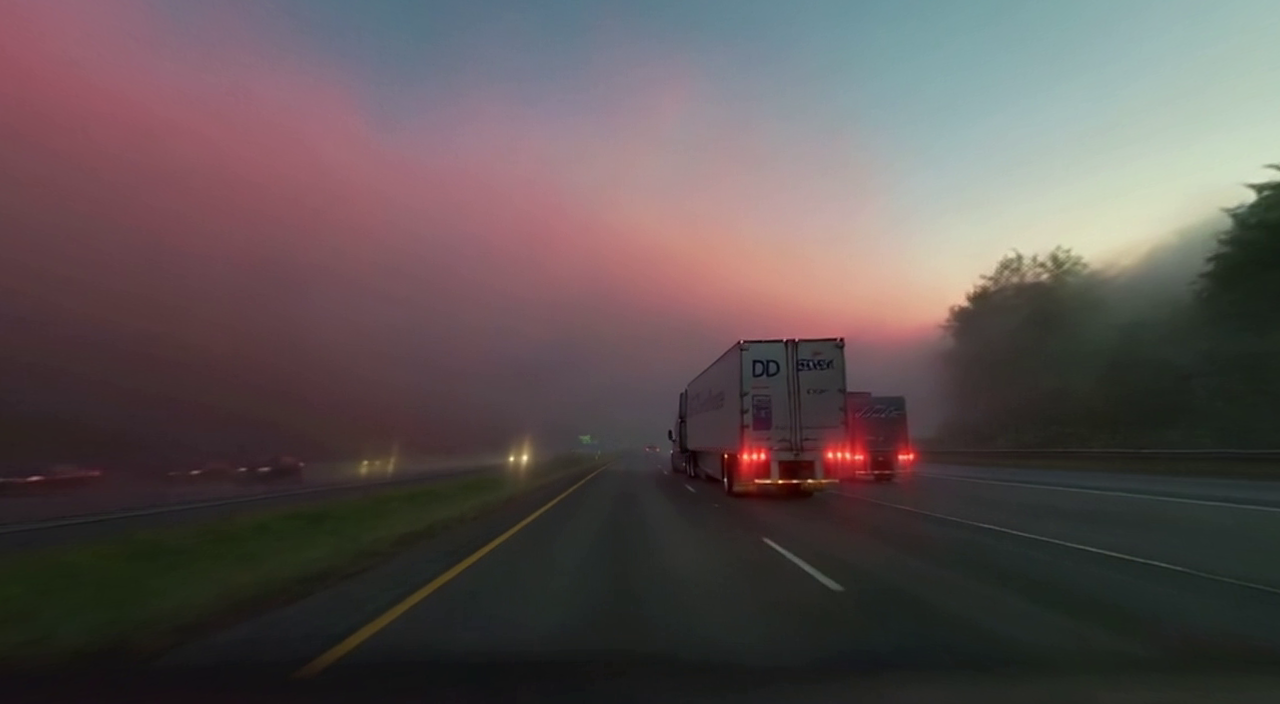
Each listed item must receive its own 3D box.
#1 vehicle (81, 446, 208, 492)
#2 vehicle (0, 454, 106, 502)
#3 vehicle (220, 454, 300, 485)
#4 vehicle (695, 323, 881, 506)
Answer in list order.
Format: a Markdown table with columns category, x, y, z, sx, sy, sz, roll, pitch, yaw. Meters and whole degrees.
| category | x | y | z | sx | sy | sz | roll | pitch | yaw |
| --- | --- | --- | --- | --- | --- | --- | --- | --- | --- |
| vehicle | -29.981 | 7.060 | 38.286 | 2.205 | 2.500 | 6.257 | -1 | -9 | 5 |
| vehicle | -27.457 | 5.626 | 28.262 | 2.059 | 1.950 | 4.866 | -1 | -9 | 7 |
| vehicle | -21.827 | 6.746 | 36.245 | 1.882 | 1.581 | 4.199 | -1 | -9 | 2 |
| vehicle | 3.633 | 2.070 | 18.500 | 3.025 | 4.010 | 9.542 | 0 | -9 | 0 |
